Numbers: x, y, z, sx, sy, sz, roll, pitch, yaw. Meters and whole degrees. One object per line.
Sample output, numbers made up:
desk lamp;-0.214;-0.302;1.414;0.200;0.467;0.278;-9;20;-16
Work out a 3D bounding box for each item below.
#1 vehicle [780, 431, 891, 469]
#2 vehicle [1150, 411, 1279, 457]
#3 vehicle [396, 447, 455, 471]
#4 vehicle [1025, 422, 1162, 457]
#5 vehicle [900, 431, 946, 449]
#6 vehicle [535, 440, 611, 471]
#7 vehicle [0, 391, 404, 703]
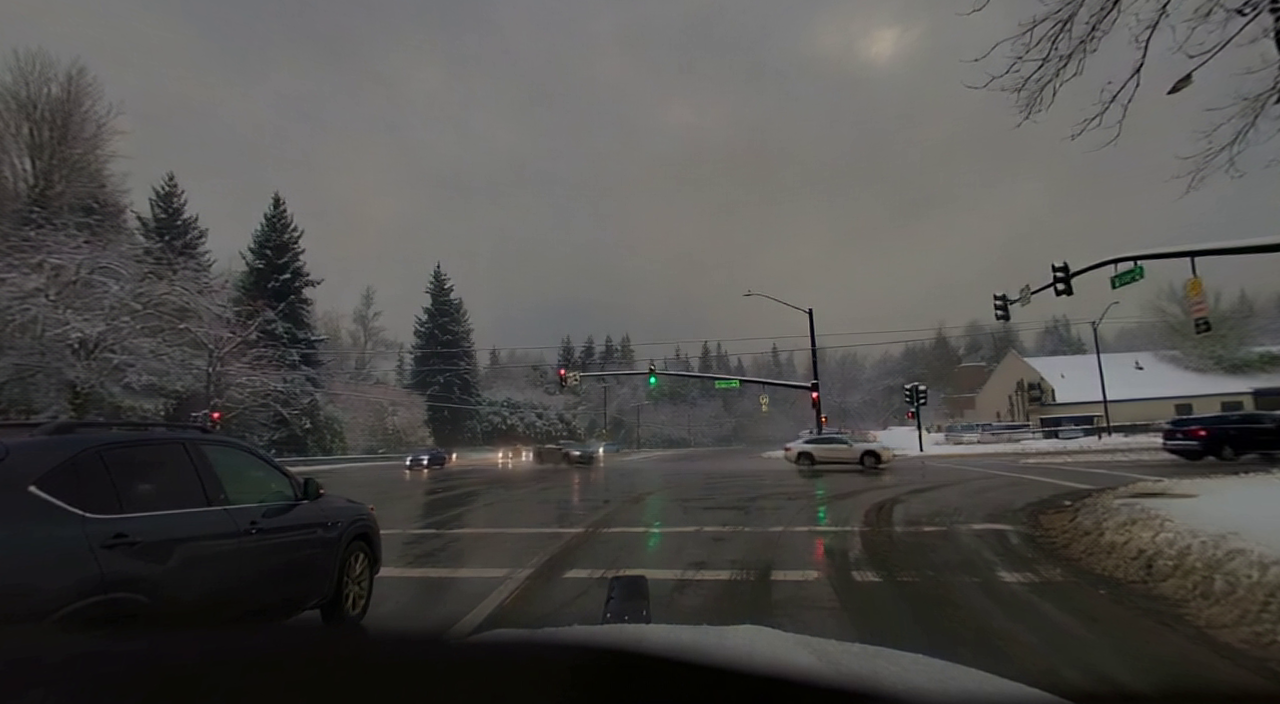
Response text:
vehicle;8.114;4.065;26.192;4.180;1.478;1.986;-3;-9;20
vehicle;23.124;3.174;24.245;5.268;1.687;1.942;0;-8;0
vehicle;-13.980;6.975;41.405;1.921;1.480;4.652;-1;-8;4
vehicle;19.894;3.861;27.750;4.552;1.492;2.002;0;-9;-4
vehicle;22.432;6.988;49.877;1.930;1.410;4.313;-8;-12;43
vehicle;-3.513;5.269;32.329;1.841;1.450;4.364;6;-11;-37
vehicle;-2.951;0.988;2.744;1.924;1.482;4.734;0;-8;1
